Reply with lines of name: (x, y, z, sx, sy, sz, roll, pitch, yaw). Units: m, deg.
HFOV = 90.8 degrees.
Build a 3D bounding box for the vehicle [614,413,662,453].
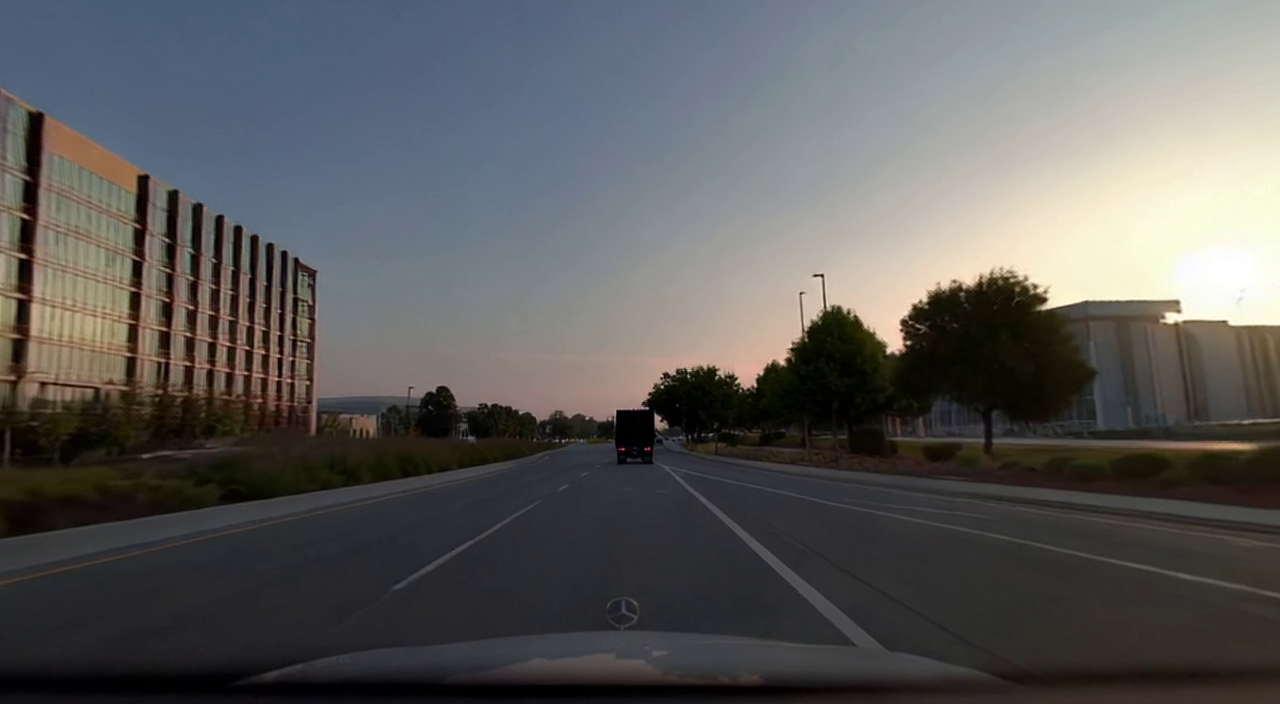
vehicle: (-0.196, 4.102, 31.456, 2.178, 1.829, 4.932, 1, -9, -3)
